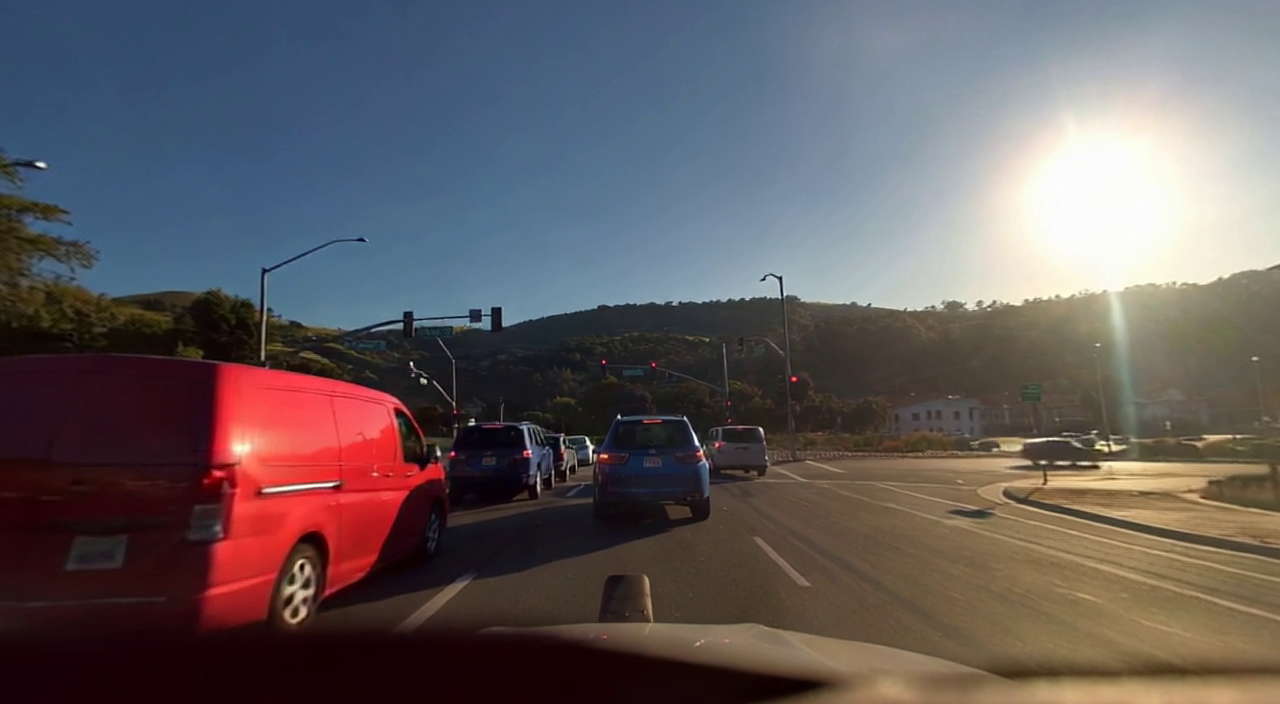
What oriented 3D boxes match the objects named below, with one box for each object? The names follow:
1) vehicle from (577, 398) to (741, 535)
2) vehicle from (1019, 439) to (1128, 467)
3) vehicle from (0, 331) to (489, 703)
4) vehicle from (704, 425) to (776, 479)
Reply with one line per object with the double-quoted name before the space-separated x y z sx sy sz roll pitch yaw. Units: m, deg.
"vehicle" 0.238 1.855 10.694 2.185 1.822 4.391 0 -8 0
"vehicle" 23.990 5.591 35.000 4.696 1.461 1.810 0 -8 -1
"vehicle" -2.831 1.138 4.758 2.131 1.783 4.540 0 -8 2
"vehicle" 3.267 3.367 21.398 1.817 1.662 3.843 0 -8 0
